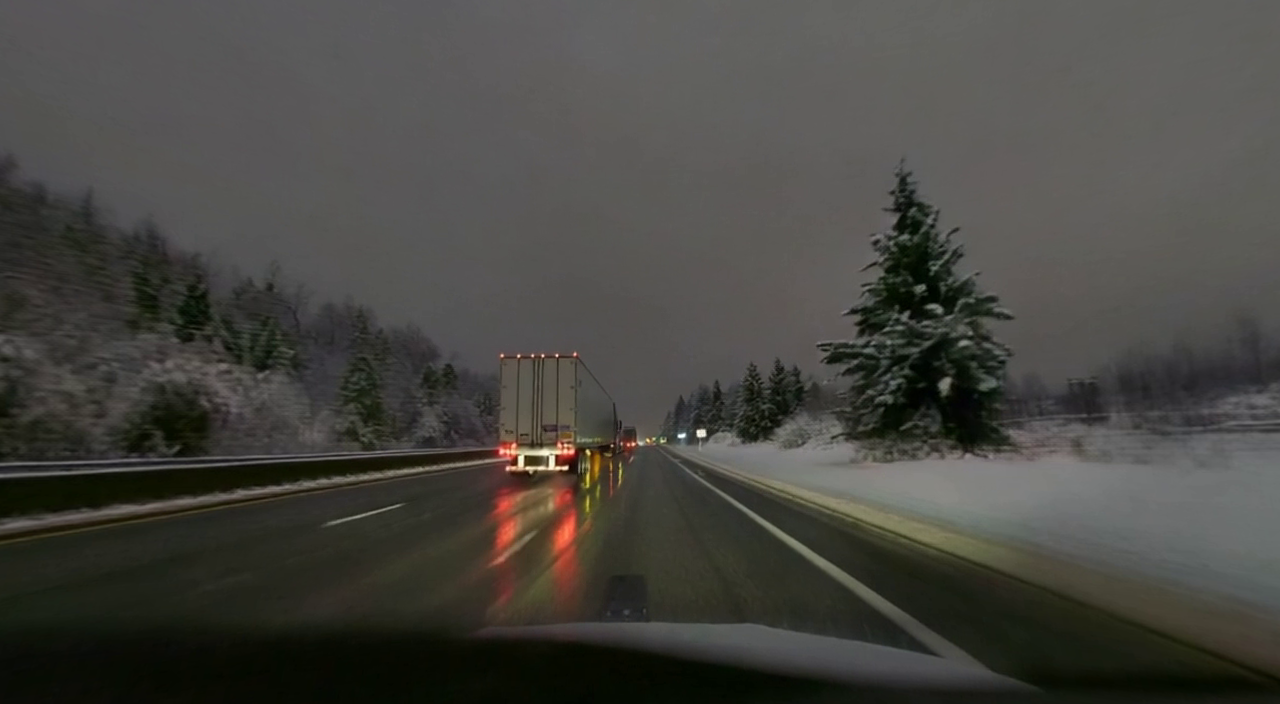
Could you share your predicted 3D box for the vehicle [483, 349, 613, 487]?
[{"bbox_3d":[-3.017,2.942,25.675,2.947,4.051,14.256,0,-8,1],"label":"vehicle"}]
